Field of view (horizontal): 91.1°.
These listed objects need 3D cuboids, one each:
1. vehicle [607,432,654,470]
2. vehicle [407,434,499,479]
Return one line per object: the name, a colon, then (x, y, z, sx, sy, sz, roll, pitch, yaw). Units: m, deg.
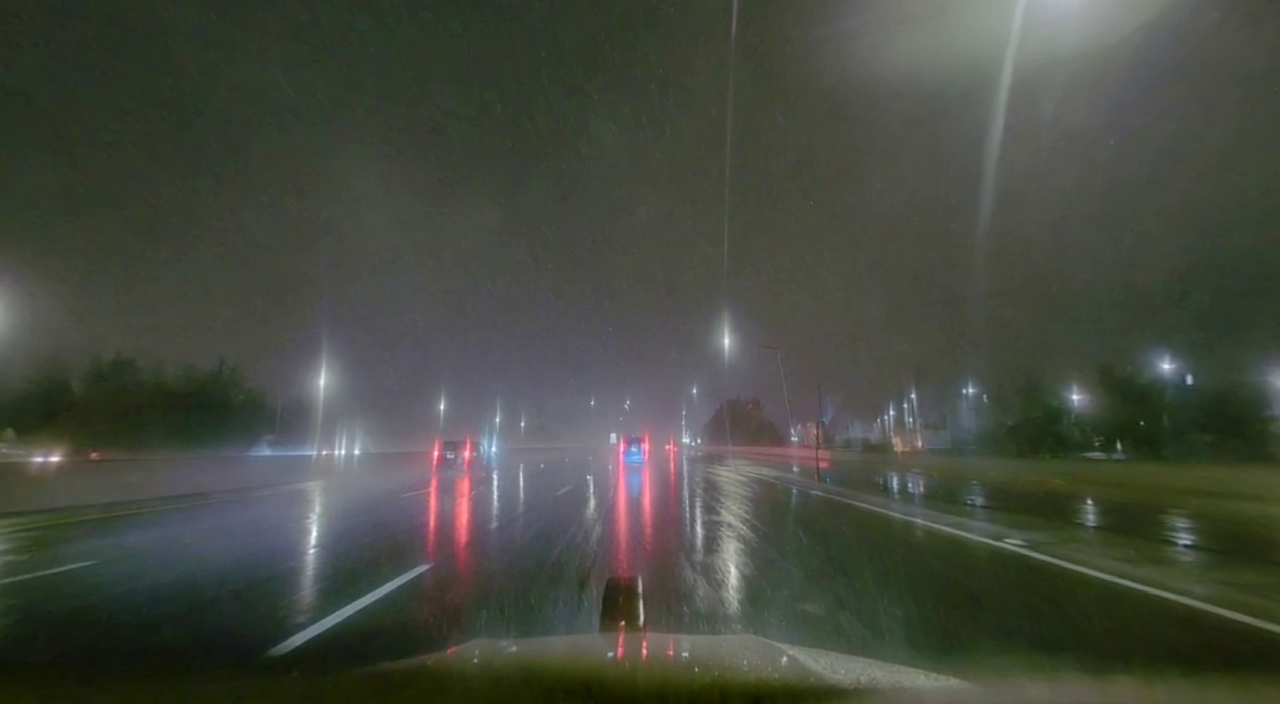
vehicle: (-0.379, 4.842, 30.806, 2.155, 1.690, 4.318, 0, -9, 1)
vehicle: (-6.998, 3.973, 24.090, 1.994, 1.519, 4.668, 0, -9, 2)
